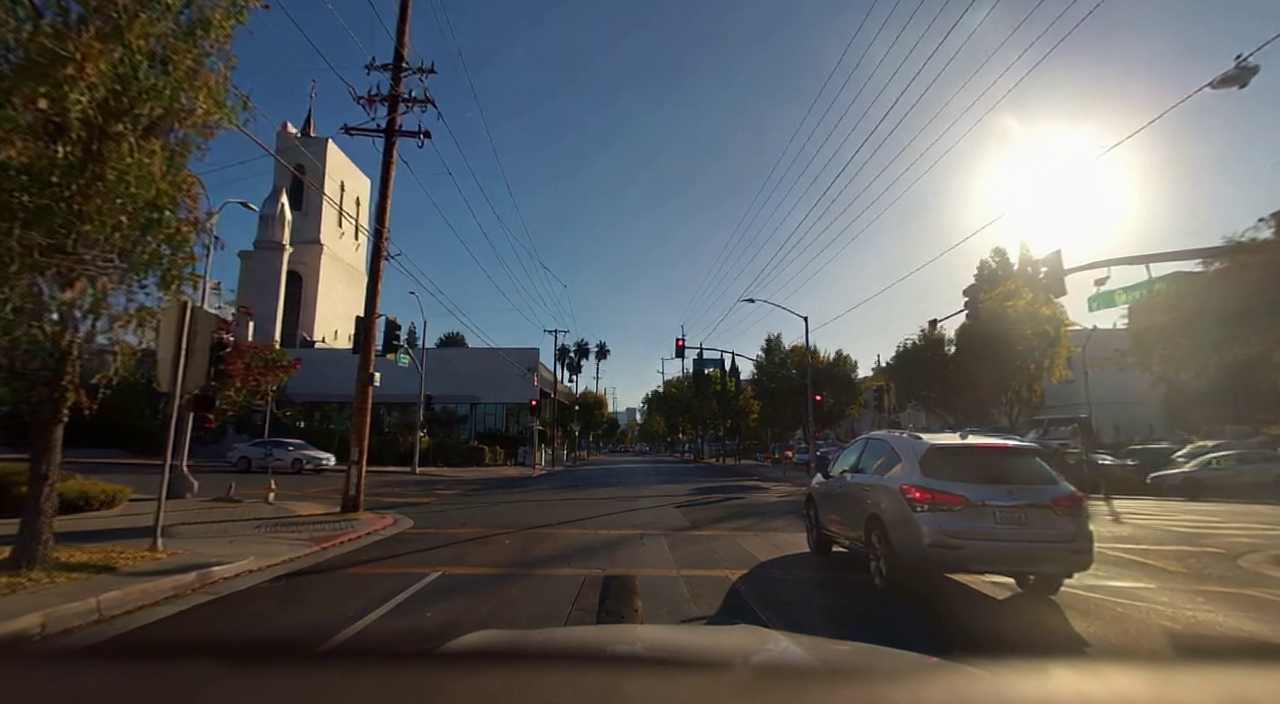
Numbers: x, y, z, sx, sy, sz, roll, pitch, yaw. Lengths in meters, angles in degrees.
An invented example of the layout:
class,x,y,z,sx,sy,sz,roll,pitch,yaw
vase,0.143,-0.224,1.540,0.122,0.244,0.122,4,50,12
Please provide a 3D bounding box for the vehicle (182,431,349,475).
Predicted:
class,x,y,z,sx,sy,sz,roll,pitch,yaw
vehicle,-13.274,3.605,22.597,4.718,1.497,2.032,0,-9,3
